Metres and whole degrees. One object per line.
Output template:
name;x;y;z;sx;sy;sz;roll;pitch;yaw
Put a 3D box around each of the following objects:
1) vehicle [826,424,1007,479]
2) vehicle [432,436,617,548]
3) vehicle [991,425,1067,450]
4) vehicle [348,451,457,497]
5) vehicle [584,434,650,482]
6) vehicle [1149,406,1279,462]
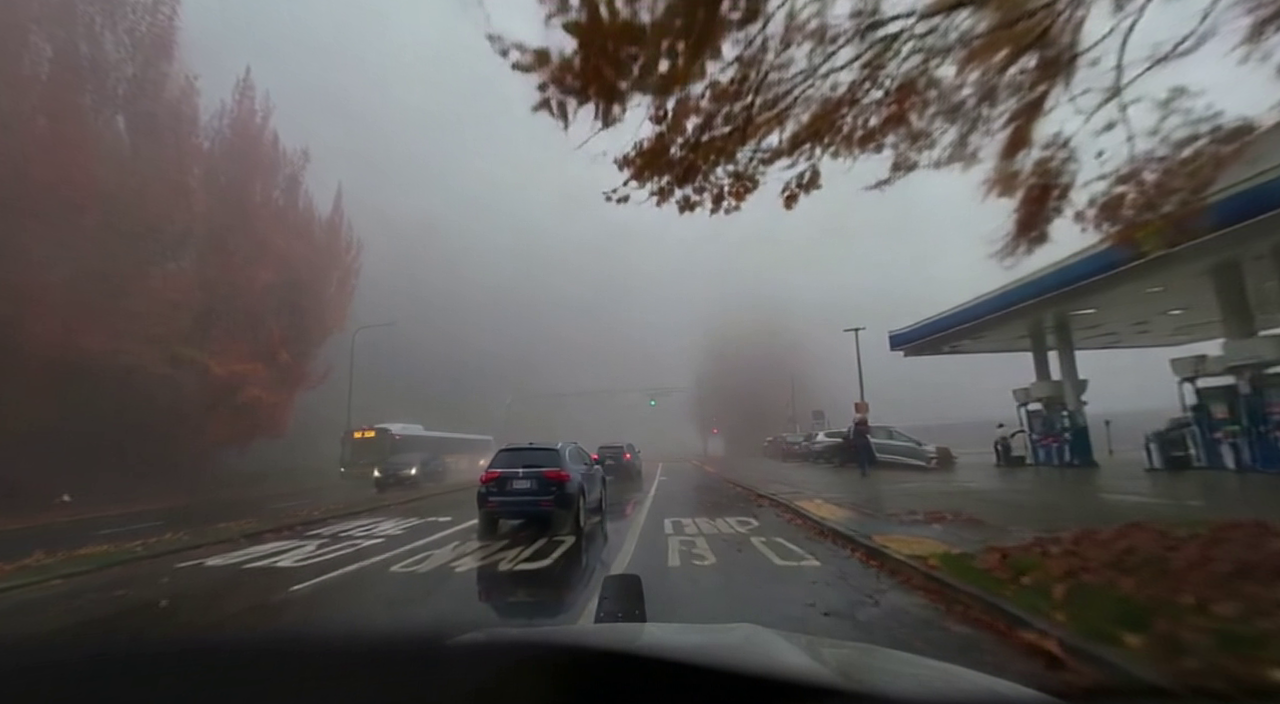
vehicle;8.899;3.247;20.598;4.894;1.451;2.089;-4;-8;3
vehicle;-1.662;2.227;10.638;2.092;1.507;4.078;-1;-9;4
vehicle;26.403;5.803;42.602;3.847;1.490;1.883;-1;-8;-5
vehicle;-9.276;4.795;25.077;2.054;1.599;5.178;-1;-9;3
vehicle;-0.815;4.226;25.152;2.365;1.751;3.904;-1;-9;2
vehicle;17.764;2.394;18.191;4.064;1.507;2.078;-1;-9;3
